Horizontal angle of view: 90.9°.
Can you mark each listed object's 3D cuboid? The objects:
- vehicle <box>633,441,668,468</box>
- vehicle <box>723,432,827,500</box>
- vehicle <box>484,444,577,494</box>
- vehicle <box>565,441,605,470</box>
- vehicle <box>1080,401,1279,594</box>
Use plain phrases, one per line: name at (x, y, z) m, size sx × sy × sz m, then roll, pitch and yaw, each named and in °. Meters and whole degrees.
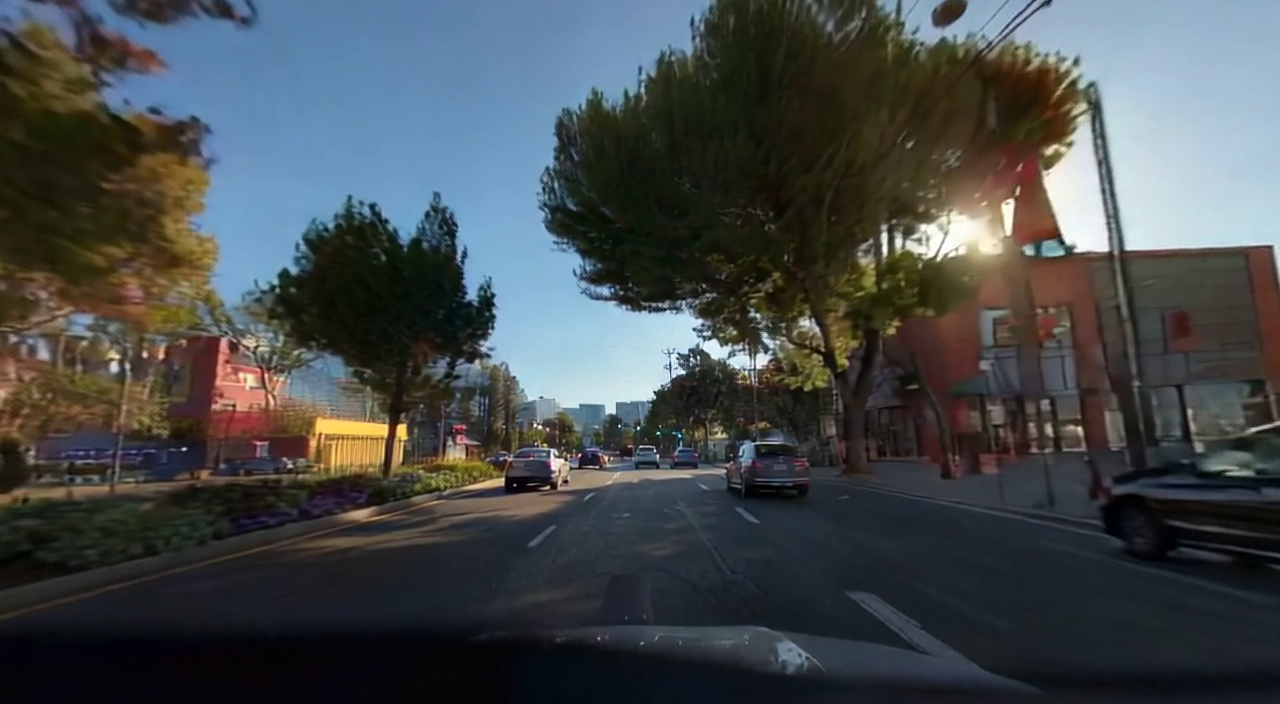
vehicle at (0.676, 6.716, 41.654) m, size 2.192 × 1.674 × 4.124 m, roll 0°, pitch -8°, yaw 0°
vehicle at (3.745, 3.250, 18.426) m, size 1.980 × 1.709 × 4.813 m, roll 0°, pitch -8°, yaw 0°
vehicle at (-3.276, 3.590, 19.811) m, size 2.013 × 1.354 × 4.393 m, roll 0°, pitch -8°, yaw 2°
vehicle at (-3.291, 6.279, 38.496) m, size 1.988 × 1.645 × 3.995 m, roll 0°, pitch -8°, yaw 1°
vehicle at (7.078, 1.371, 5.831) m, size 2.189 × 1.783 × 5.122 m, roll 1°, pitch -8°, yaw -2°
